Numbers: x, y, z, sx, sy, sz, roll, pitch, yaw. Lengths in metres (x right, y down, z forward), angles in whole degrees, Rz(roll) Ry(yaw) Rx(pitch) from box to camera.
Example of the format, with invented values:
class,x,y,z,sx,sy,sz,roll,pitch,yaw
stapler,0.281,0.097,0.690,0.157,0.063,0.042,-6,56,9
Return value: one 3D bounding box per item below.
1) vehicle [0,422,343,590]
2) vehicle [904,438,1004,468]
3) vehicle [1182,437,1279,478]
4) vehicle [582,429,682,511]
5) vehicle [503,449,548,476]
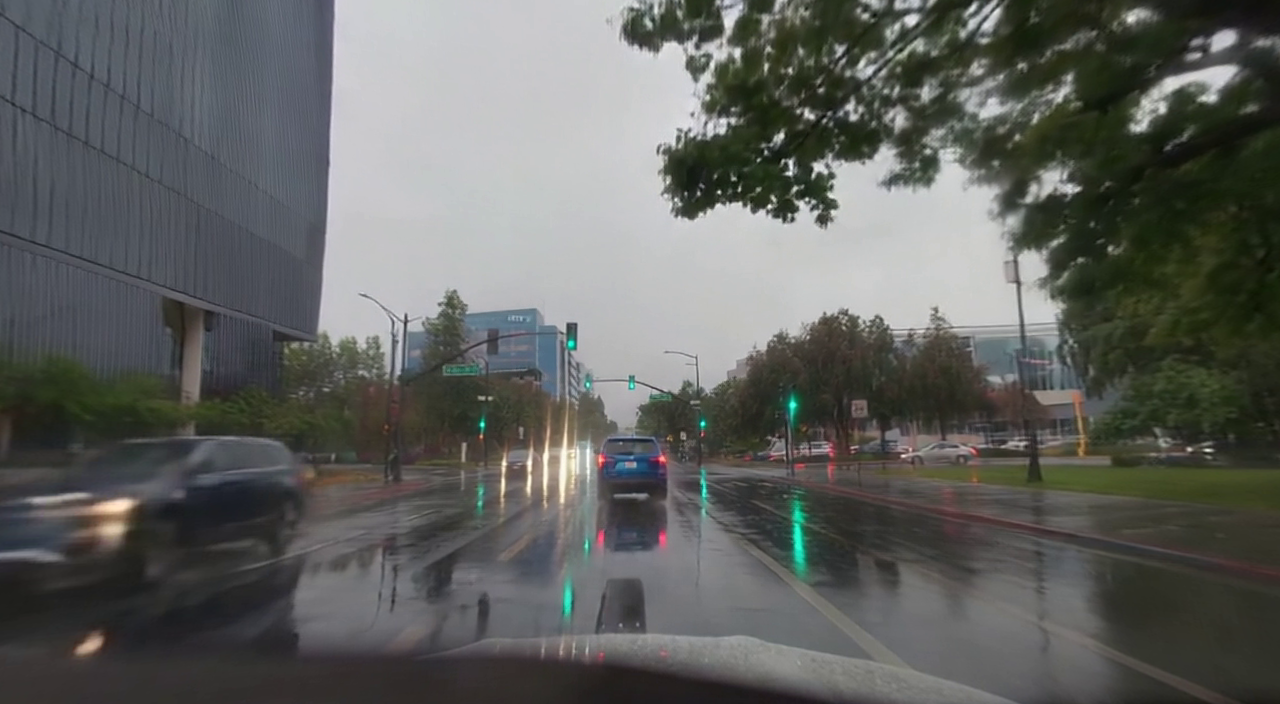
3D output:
class,x,y,z,sx,sy,sz,roll,pitch,yaw
vehicle,-6.005,1.861,8.476,2.028,1.655,4.189,0,-9,-1
vehicle,16.864,5.425,34.021,4.422,1.563,1.751,0,-9,-2
vehicle,26.454,4.443,26.727,5.161,1.610,2.024,0,-9,-2
vehicle,-0.243,2.891,15.890,2.183,1.765,4.059,0,-9,-2
vehicle,-6.779,6.588,37.937,1.908,1.475,4.337,0,-9,0
